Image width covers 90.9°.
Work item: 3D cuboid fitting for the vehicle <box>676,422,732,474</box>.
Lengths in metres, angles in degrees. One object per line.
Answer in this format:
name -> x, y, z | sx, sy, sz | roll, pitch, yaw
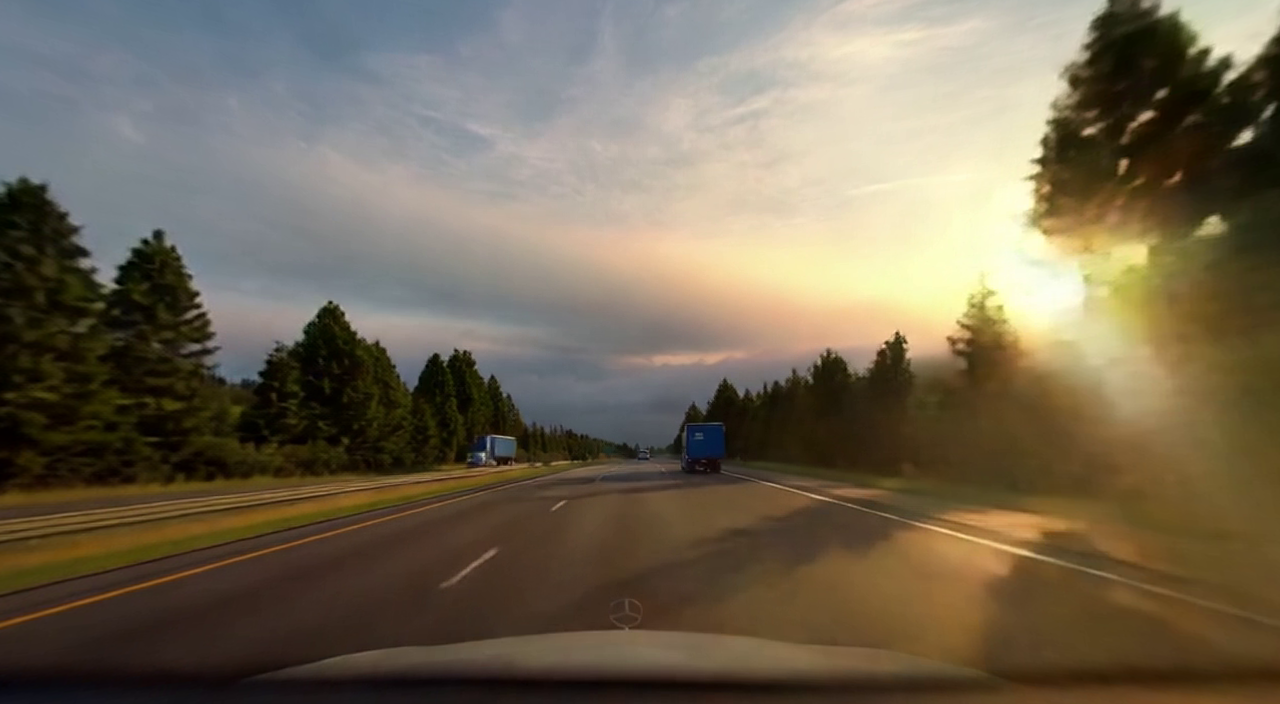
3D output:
vehicle -> 3.631, 5.724, 37.361 | 2.572, 2.795, 5.978 | 0, -9, -1
